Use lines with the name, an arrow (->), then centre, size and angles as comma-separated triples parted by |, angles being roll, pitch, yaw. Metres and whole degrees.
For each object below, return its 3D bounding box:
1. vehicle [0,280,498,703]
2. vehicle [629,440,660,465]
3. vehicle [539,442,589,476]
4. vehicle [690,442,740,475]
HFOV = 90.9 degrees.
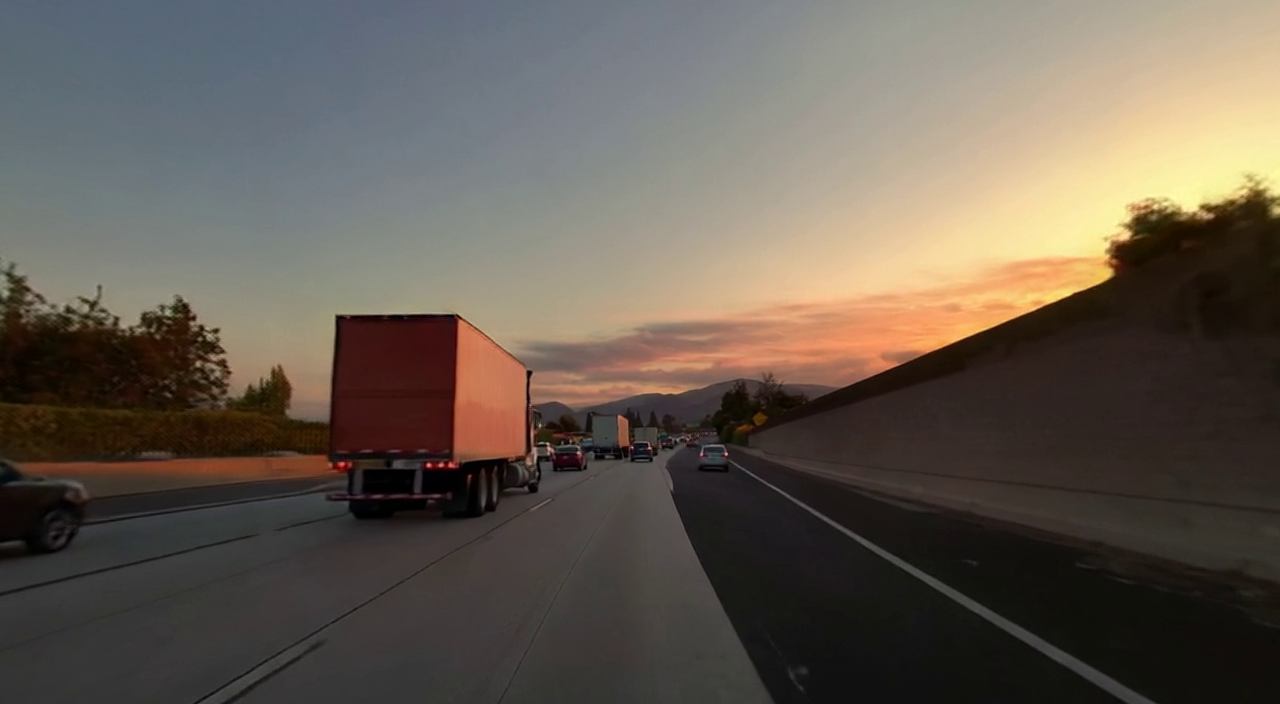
vehicle -> -3.980, 0.843, 3.242 | 3.050, 1.964, 15.030 | 0, -9, 0
vehicle -> 0.322, 7.886, 49.842 | 2.325, 1.864, 4.128 | 0, -8, 0
vehicle -> -3.740, 5.375, 31.933 | 1.866, 1.568, 4.603 | 0, -8, 1
vehicle -> 3.641, 5.249, 31.333 | 2.176, 1.493, 3.955 | -1, -8, 3
